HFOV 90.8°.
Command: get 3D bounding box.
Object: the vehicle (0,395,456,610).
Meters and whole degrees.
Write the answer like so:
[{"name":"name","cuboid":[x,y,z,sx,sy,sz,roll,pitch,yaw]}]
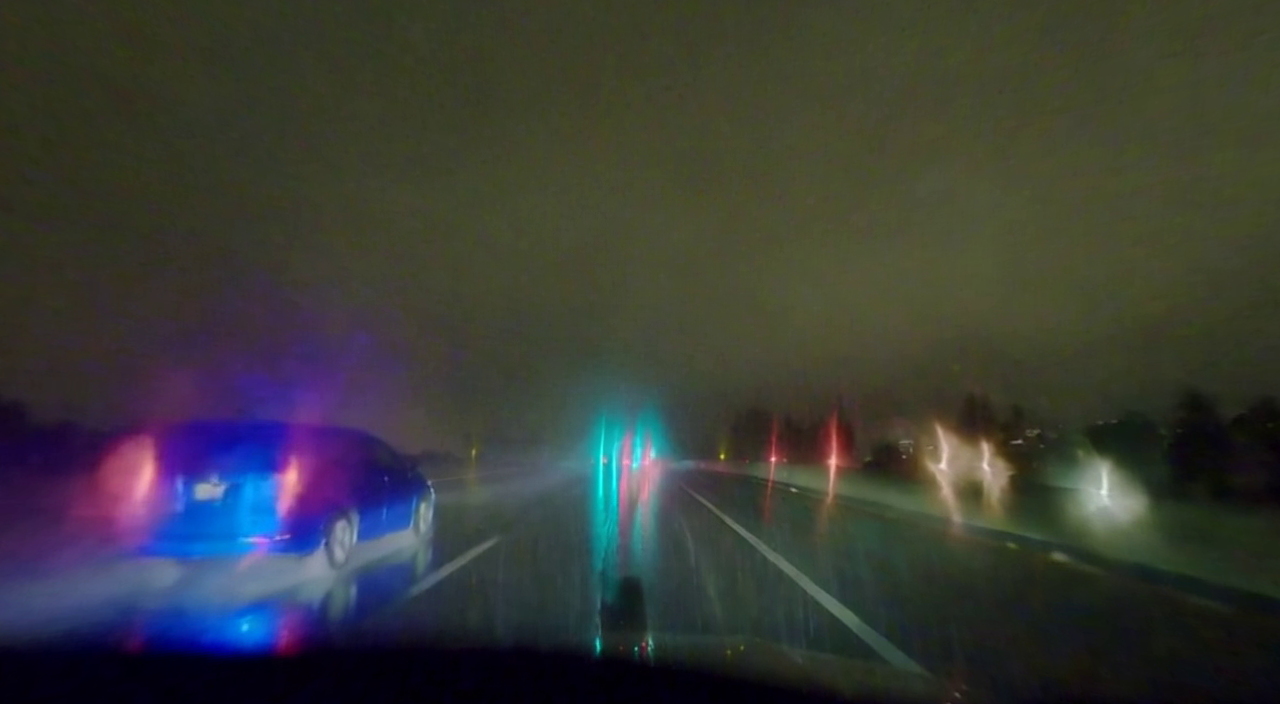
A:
[{"name":"vehicle","cuboid":[-4.193,1.623,7.803,2.272,1.759,5.058,0,-9,0]}]
